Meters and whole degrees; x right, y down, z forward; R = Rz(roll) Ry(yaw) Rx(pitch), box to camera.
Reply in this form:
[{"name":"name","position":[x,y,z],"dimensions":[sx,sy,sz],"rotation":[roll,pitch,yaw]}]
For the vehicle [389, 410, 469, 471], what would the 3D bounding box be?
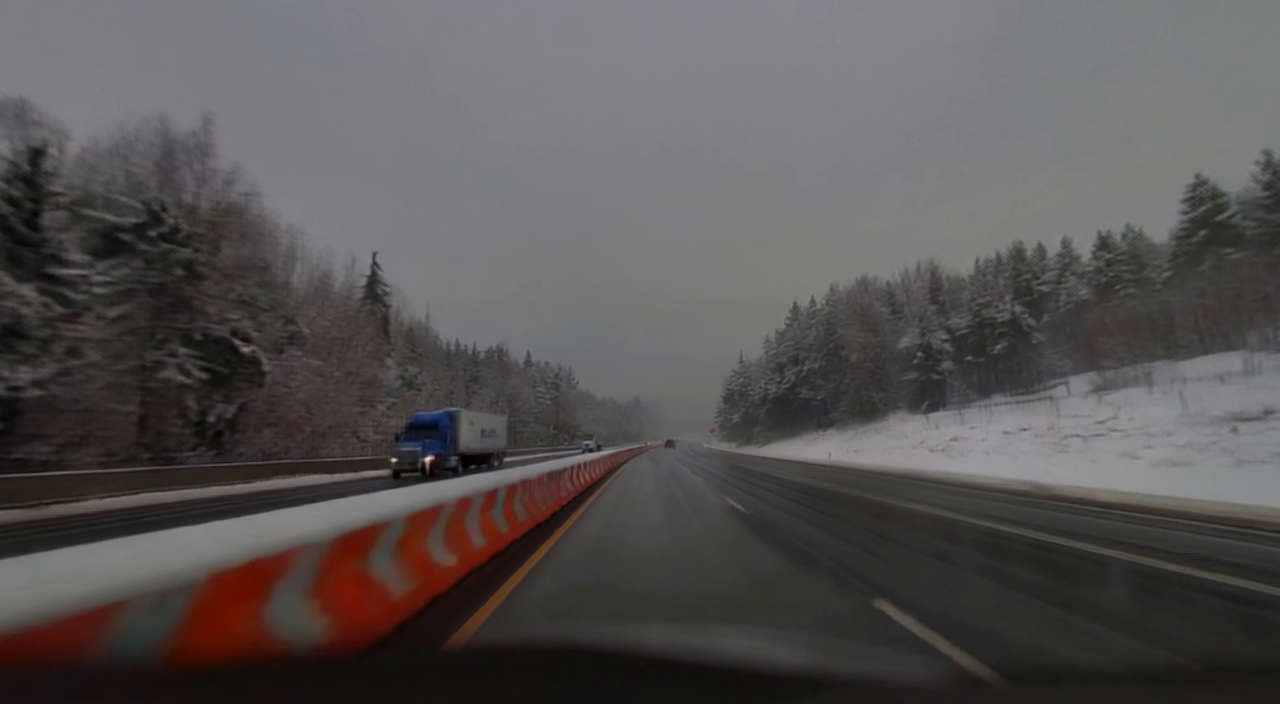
[{"name":"vehicle","position":[-14.148,6.039,42.868],"dimensions":[3.094,3.803,6.248],"rotation":[-1,-8,1]}]
